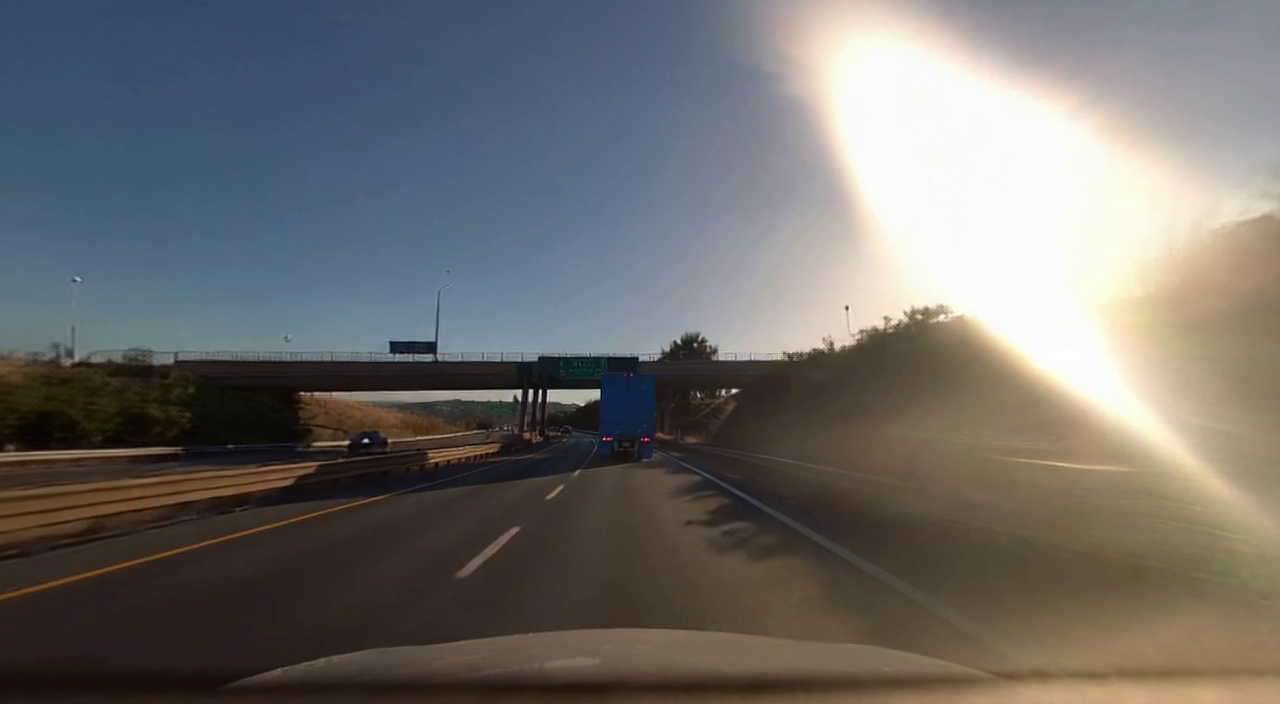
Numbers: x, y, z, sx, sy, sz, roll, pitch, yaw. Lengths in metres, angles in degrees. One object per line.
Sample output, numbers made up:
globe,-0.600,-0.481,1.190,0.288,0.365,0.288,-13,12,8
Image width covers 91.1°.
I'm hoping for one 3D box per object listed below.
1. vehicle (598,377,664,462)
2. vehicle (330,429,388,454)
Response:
vehicle,-0.633,3.828,34.500,3.023,3.965,10.402,0,-8,-2
vehicle,-18.340,5.849,41.320,1.879,1.515,4.554,0,-8,-2
